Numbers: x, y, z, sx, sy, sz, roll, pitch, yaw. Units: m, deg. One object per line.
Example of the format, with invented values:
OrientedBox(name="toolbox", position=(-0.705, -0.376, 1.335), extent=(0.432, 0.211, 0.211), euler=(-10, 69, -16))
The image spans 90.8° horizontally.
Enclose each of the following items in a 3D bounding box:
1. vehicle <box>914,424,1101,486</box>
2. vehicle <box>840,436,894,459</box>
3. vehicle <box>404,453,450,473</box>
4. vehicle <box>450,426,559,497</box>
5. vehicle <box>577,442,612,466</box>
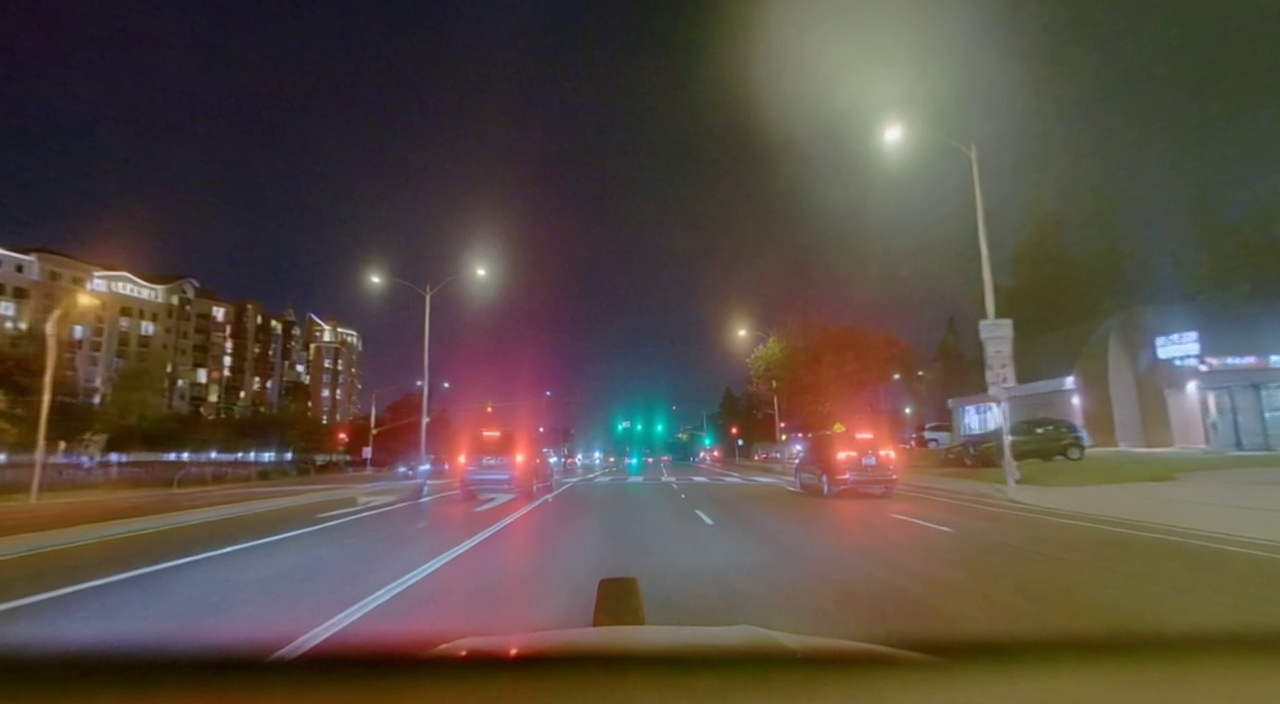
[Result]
OrientedBox(name="vehicle", position=(11.038, 3.166, 19.409), extent=(4.399, 1.722, 2.202), euler=(-3, -9, 14))
OrientedBox(name="vehicle", position=(14.842, 6.266, 41.533), extent=(1.865, 1.425, 4.439), euler=(0, -9, 0))
OrientedBox(name="vehicle", position=(-15.845, 8.275, 47.259), extent=(1.835, 1.448, 4.208), euler=(-1, -9, 2))
OrientedBox(name="vehicle", position=(-3.954, 3.313, 19.443), extent=(2.220, 1.888, 4.904), euler=(0, -9, 0))
OrientedBox(name="vehicle", position=(-3.392, 7.713, 47.782), extent=(2.180, 1.699, 4.485), euler=(-1, -9, 1))
